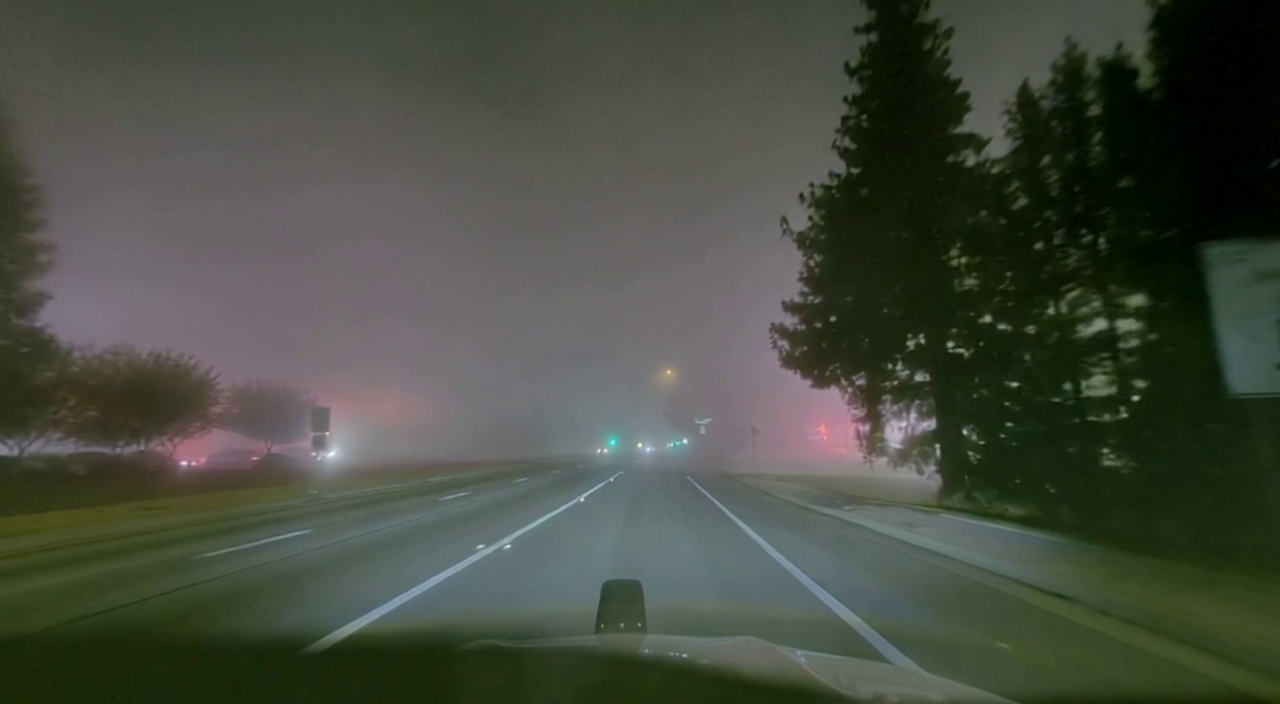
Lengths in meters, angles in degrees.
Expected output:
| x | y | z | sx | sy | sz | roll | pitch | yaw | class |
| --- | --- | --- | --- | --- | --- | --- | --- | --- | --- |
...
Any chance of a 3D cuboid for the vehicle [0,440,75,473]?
| x | y | z | sx | sy | sz | roll | pitch | yaw | class |
| --- | --- | --- | --- | --- | --- | --- | --- | --- | --- |
| -36.067 | 5.977 | 36.289 | 5.145 | 1.805 | 2.205 | -1 | -8 | 4 | vehicle |
